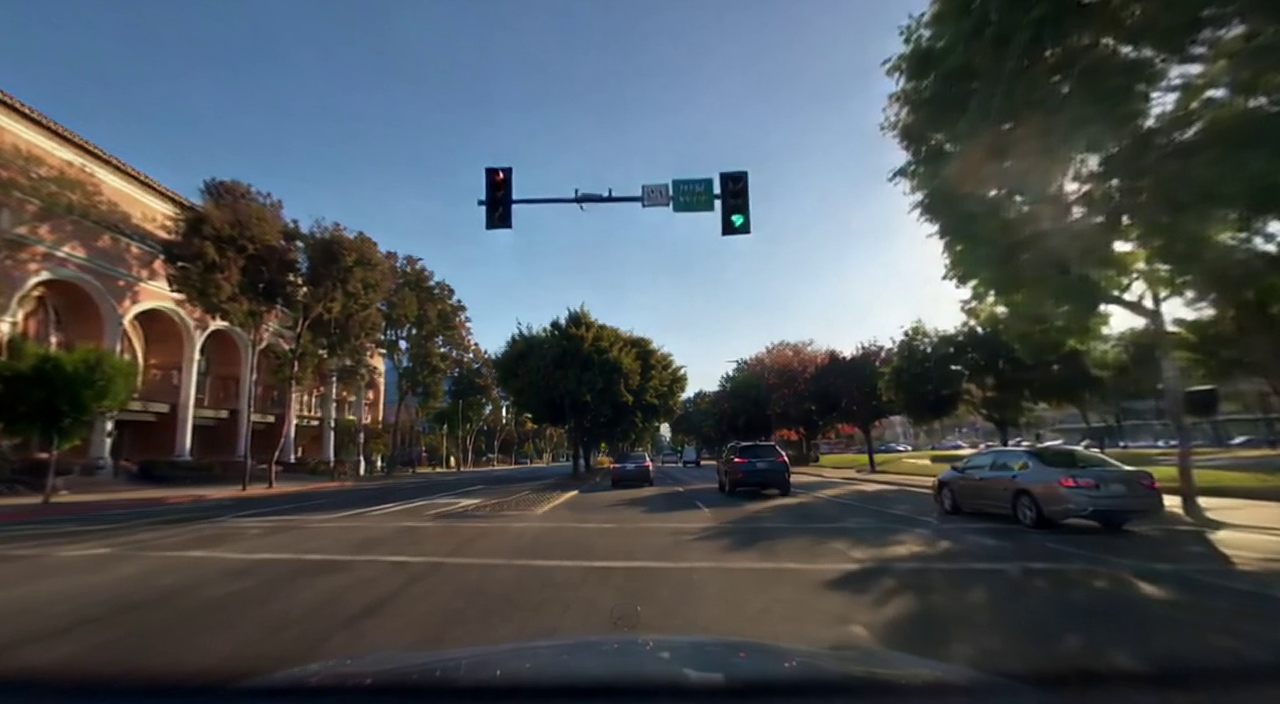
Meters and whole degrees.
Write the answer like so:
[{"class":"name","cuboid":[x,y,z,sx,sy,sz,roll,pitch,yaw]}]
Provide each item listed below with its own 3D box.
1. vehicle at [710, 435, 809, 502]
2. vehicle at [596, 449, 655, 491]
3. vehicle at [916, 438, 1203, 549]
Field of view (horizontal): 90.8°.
[{"class":"vehicle","cuboid":[3.414,3.428,18.979,2.036,1.757,4.300,0,-9,-1]},{"class":"vehicle","cuboid":[-0.525,4.431,24.079,2.054,1.446,3.969,0,-9,-1]},{"class":"vehicle","cuboid":[6.654,2.250,10.766,1.868,1.472,4.274,0,-9,-1]}]
